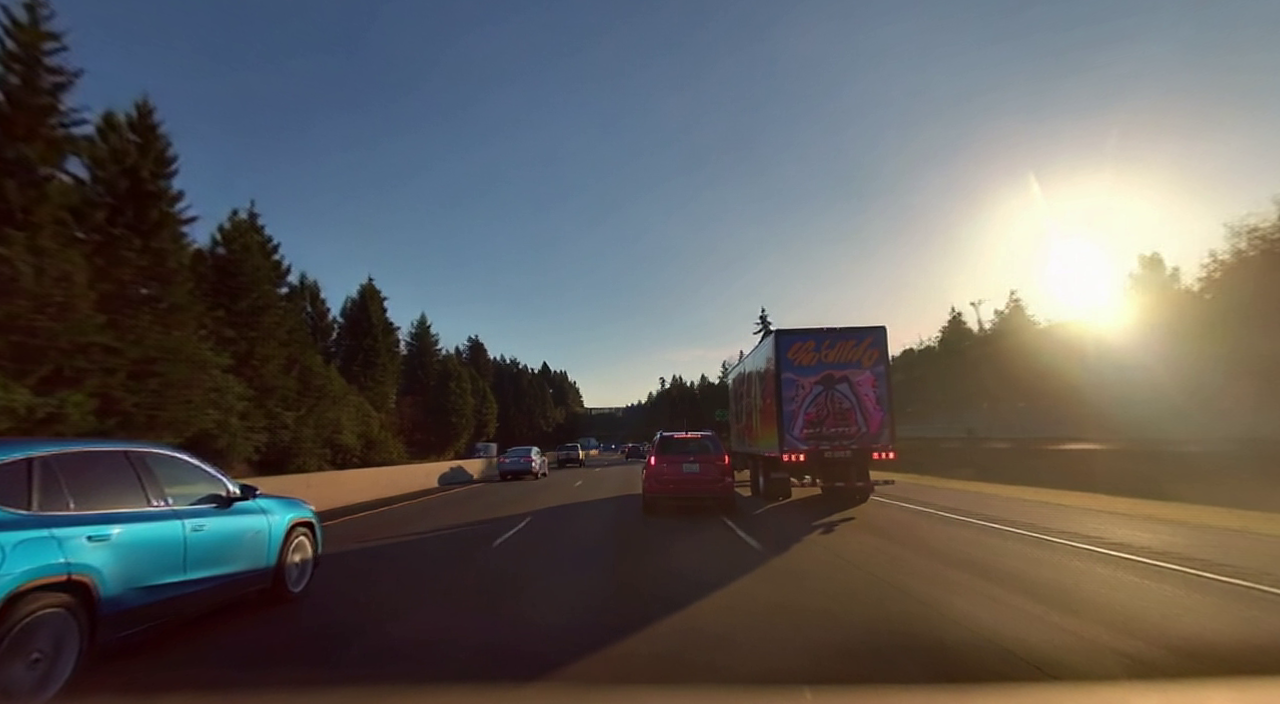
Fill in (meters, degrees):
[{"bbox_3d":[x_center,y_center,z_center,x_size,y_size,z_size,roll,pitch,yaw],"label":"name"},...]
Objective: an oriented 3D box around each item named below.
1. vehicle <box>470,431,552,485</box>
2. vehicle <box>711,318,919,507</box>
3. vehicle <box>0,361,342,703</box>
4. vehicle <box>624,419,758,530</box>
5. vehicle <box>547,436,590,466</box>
[{"bbox_3d":[-4.243,3.538,21.255,1.905,1.642,3.803,0,-8,1],"label":"vehicle"},{"bbox_3d":[4.561,2.285,20.731,2.828,4.081,14.220,0,-8,0],"label":"vehicle"},{"bbox_3d":[-4.031,1.039,4.061,1.983,1.666,4.452,0,-8,1],"label":"vehicle"},{"bbox_3d":[0.731,2.109,11.365,2.017,1.662,3.543,0,-8,-2],"label":"vehicle"},{"bbox_3d":[-4.323,6.055,38.605,2.014,1.683,4.275,0,-8,1],"label":"vehicle"}]
